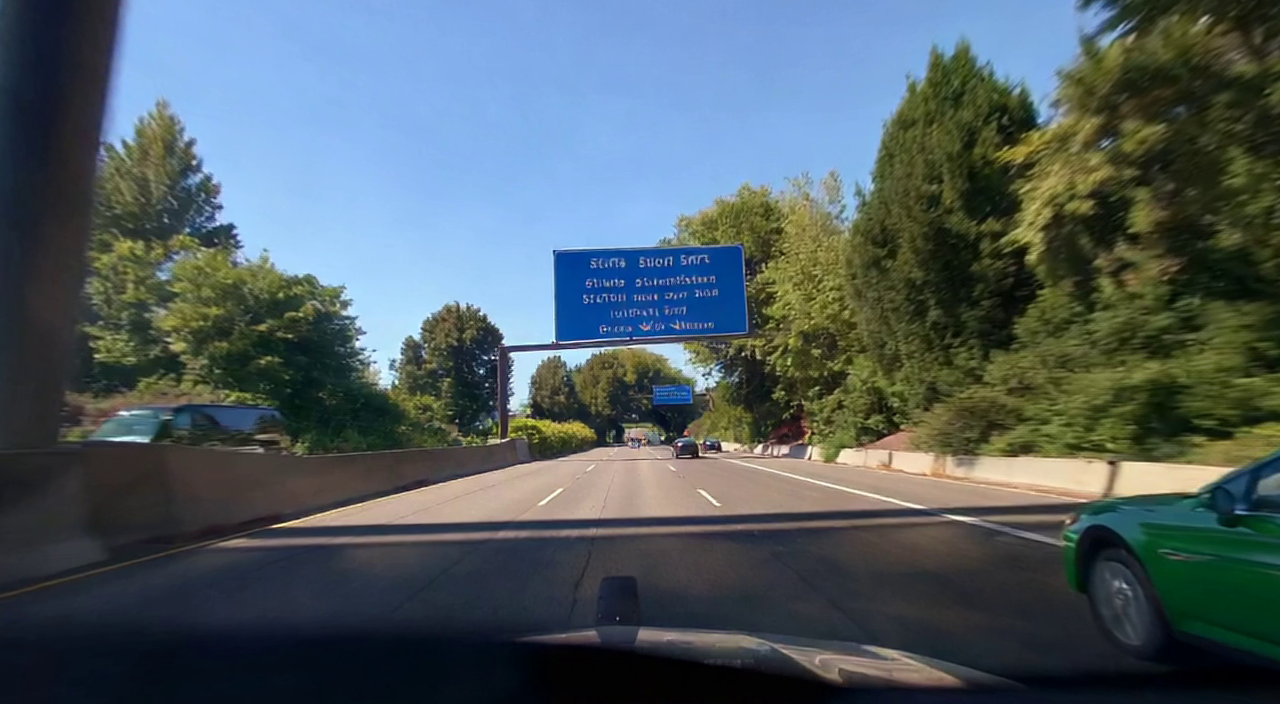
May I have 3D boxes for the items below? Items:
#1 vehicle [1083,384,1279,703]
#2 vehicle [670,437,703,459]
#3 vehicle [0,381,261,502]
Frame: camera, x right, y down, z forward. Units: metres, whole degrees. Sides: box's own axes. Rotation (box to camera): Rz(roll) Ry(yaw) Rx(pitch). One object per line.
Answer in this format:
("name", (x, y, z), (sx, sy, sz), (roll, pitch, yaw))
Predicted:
("vehicle", (3.468, 0.689, 1.119), (1.981, 1.475, 4.579), (0, -8, -1))
("vehicle", (3.179, 6.594, 43.564), (1.819, 1.468, 3.770), (0, -8, -2))
("vehicle", (-19.032, 3.377, 24.049), (2.975, 3.570, 10.091), (-2, -8, -1))
